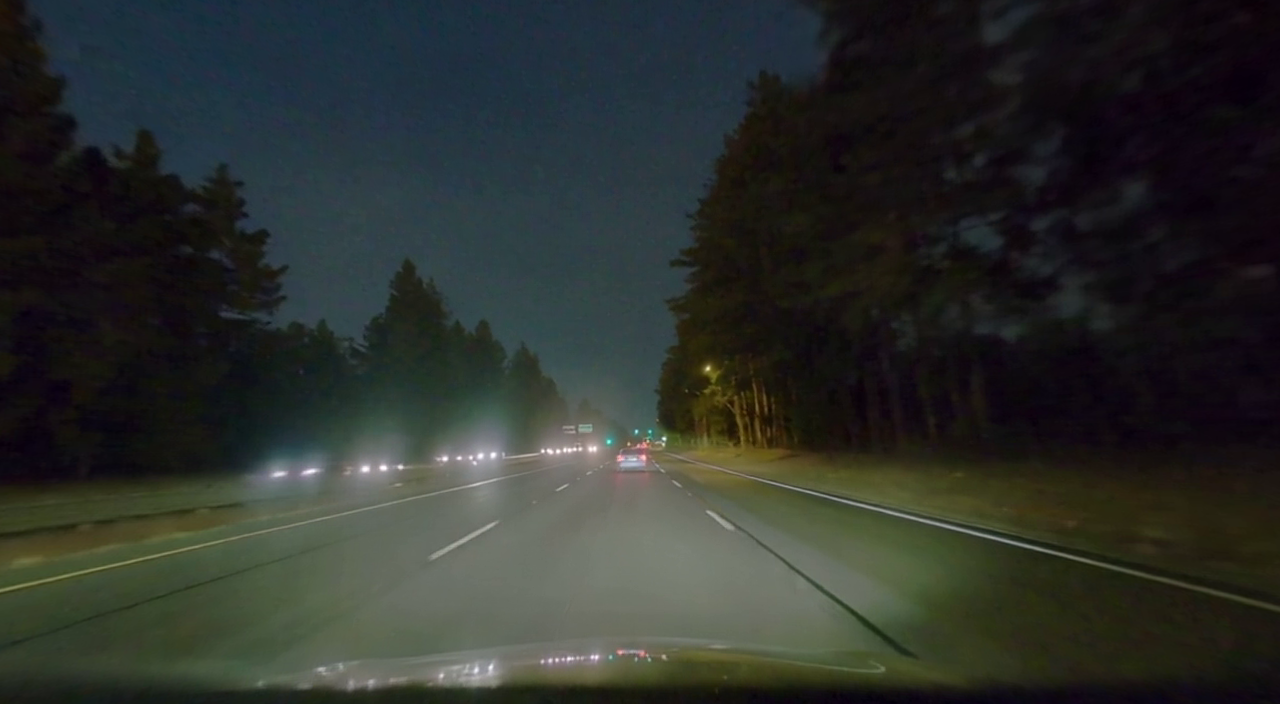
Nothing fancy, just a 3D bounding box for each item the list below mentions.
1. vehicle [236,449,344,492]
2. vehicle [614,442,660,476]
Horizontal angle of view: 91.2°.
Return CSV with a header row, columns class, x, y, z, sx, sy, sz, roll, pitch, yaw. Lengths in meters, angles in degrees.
class,x,y,z,sx,sy,sz,roll,pitch,yaw
vehicle,-13.636,4.622,24.746,1.896,1.509,4.060,0,-9,0
vehicle,-0.179,5.197,30.651,2.095,1.537,4.017,0,-9,-1
